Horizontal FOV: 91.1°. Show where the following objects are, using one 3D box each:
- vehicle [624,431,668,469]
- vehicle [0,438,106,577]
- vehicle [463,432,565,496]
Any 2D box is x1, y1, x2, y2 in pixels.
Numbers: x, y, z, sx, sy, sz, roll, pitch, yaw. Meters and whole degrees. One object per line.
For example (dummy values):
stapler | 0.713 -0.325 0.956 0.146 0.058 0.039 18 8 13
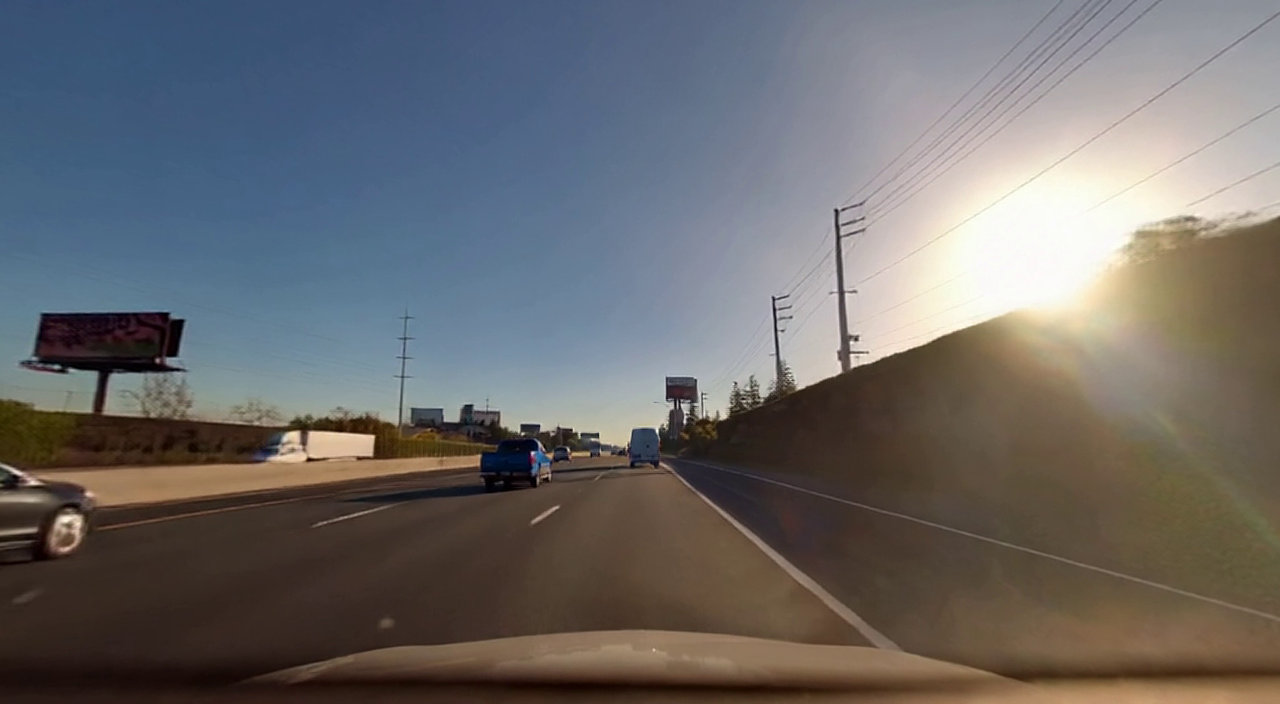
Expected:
vehicle | 0.360 6.498 41.724 2.692 2.279 5.695 0 -8 0
vehicle | -7.890 1.530 5.737 1.941 1.475 4.597 0 -8 0
vehicle | -3.778 3.459 19.813 2.145 1.730 4.729 0 -8 1
